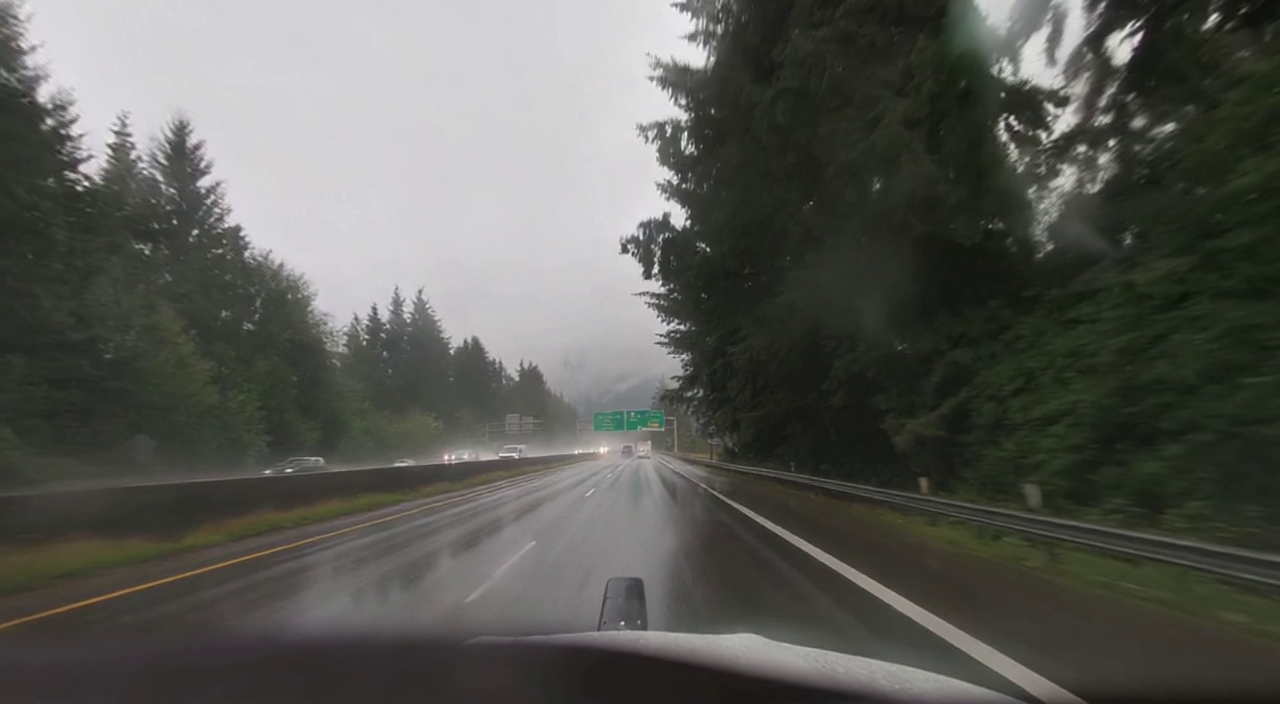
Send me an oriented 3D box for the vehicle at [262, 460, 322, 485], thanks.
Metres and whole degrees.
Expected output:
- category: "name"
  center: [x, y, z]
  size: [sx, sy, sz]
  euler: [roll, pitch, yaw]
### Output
- category: "vehicle"
  center: [-22.295, 7.708, 40.518]
  size: [1.867, 1.446, 3.808]
  euler: [1, -9, -5]
